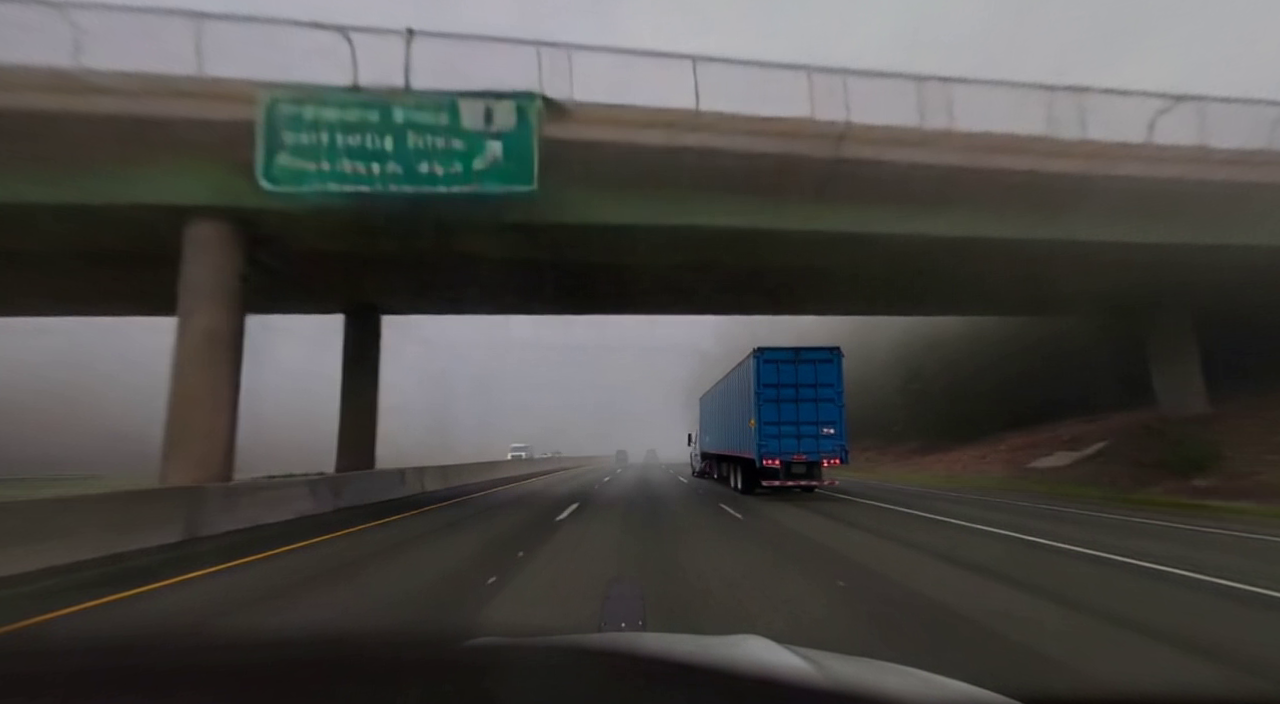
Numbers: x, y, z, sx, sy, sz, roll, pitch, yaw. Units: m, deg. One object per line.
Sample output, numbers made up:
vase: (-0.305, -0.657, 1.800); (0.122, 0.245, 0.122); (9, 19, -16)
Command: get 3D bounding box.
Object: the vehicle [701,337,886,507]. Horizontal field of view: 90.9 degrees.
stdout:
vehicle: (4.309, 2.724, 22.112); (2.825, 4.054, 14.210); (0, -9, 0)
